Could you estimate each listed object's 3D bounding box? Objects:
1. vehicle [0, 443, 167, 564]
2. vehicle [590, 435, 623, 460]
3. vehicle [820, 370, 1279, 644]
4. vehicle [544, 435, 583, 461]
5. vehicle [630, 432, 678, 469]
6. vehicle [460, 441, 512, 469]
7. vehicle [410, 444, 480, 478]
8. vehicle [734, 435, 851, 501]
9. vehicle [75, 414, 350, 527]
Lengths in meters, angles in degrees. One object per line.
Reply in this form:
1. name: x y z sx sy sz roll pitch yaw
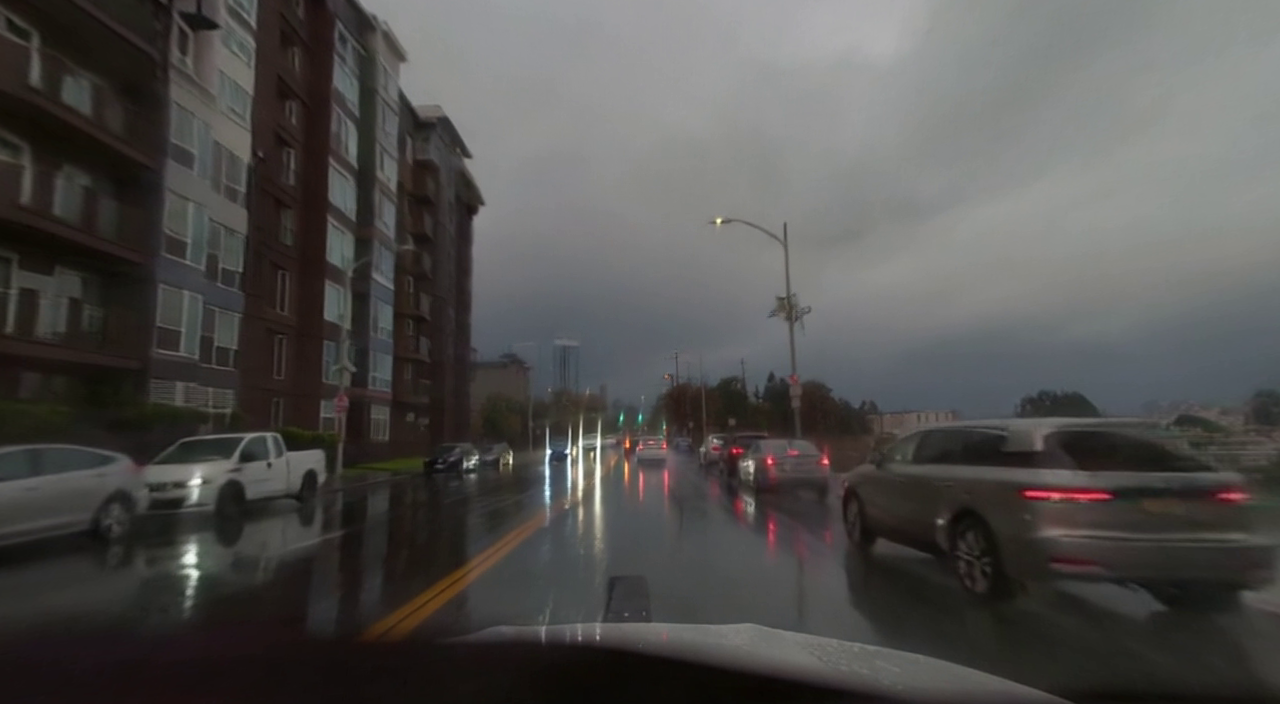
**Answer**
1. vehicle: -9.360 2.036 8.608 2.089 1.549 4.597 -1 -8 2
2. vehicle: -2.442 7.083 46.849 2.219 1.746 4.197 0 -8 0
3. vehicle: 3.784 1.366 6.630 2.260 1.789 4.810 0 -8 -1
4. vehicle: -5.751 7.325 48.130 2.345 1.831 4.828 0 -8 1
5. vehicle: 0.670 4.978 32.021 2.261 1.740 4.065 0 -8 1
6. vehicle: -9.122 6.138 37.662 2.002 1.546 4.339 0 -8 0
7. vehicle: -9.082 5.079 29.723 2.021 1.474 4.337 0 -8 -1
8. vehicle: 3.731 2.921 16.313 2.033 1.470 4.502 0 -8 2
9. vehicle: -9.196 2.602 14.457 2.457 2.048 5.461 0 -8 0
